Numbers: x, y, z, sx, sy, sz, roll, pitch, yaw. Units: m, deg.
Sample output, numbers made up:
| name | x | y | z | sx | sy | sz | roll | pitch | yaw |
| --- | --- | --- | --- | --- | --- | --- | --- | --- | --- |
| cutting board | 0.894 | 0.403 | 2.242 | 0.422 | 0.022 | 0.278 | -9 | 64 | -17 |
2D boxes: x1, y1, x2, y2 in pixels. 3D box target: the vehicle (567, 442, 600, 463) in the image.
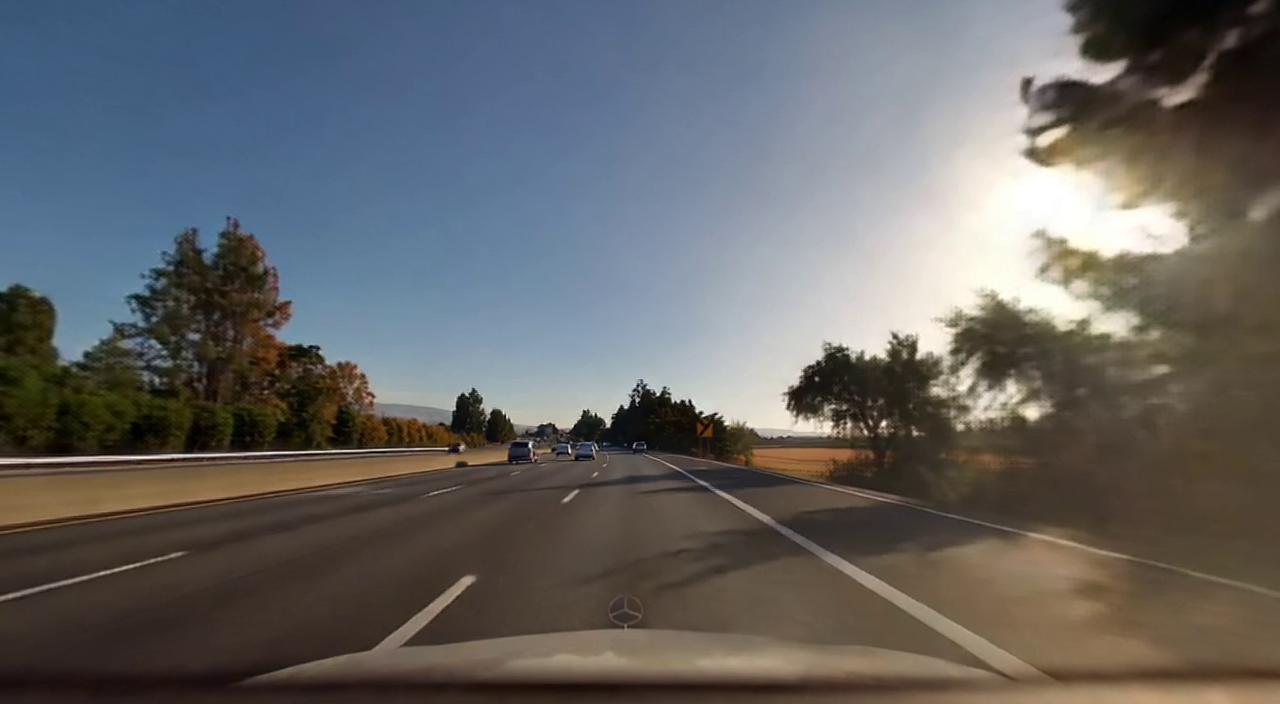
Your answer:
| name | x | y | z | sx | sy | sz | roll | pitch | yaw |
| --- | --- | --- | --- | --- | --- | --- | --- | --- | --- |
| vehicle | -4.106 | 7.400 | 46.323 | 2.075 | 1.516 | 4.212 | 0 | -8 | -1 |

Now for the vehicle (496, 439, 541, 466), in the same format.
| name | x | y | z | sx | sy | sz | roll | pitch | yaw |
| --- | --- | --- | --- | --- | --- | --- | --- | --- | --- |
| vehicle | -7.911 | 6.564 | 41.249 | 2.080 | 1.632 | 4.332 | 0 | -8 | -1 |
